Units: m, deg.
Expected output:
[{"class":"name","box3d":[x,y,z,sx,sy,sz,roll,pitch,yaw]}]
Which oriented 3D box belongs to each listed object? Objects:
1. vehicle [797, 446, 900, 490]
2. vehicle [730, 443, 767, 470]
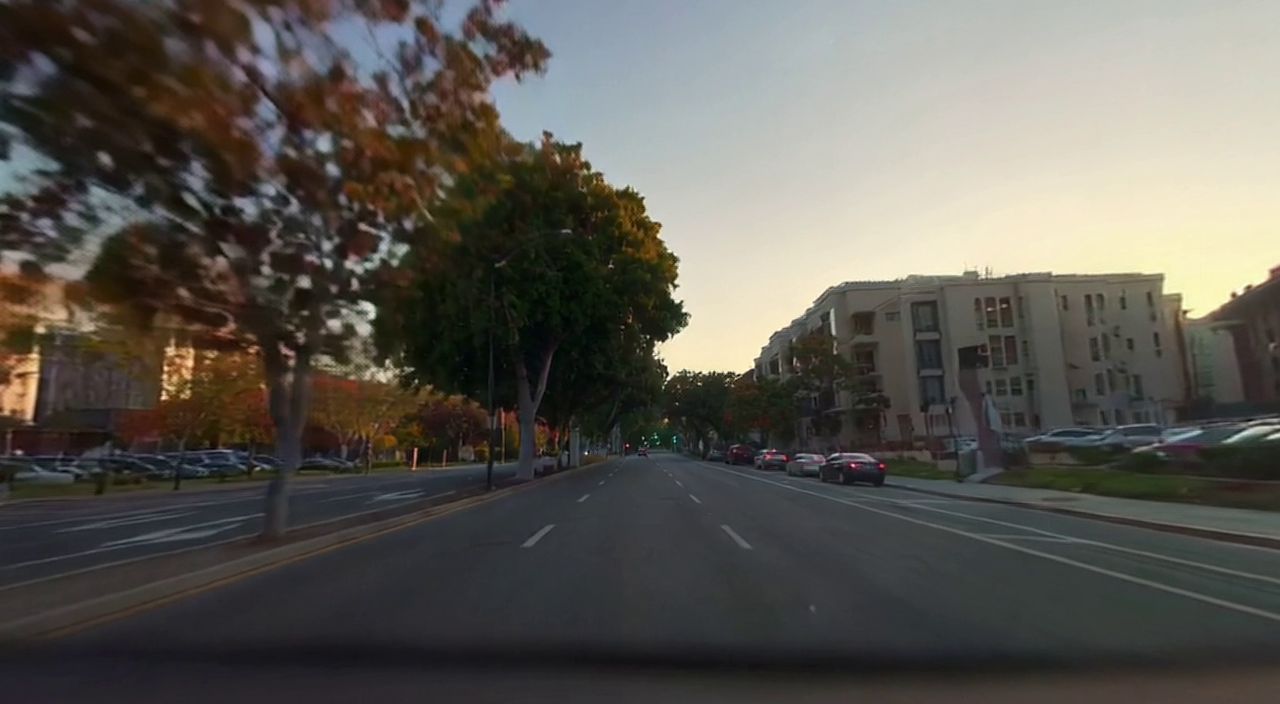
[{"class":"vehicle","box3d":[7.534,4.225,23.444,2.066,1.451,4.783,0,-8,-2]},{"class":"vehicle","box3d":[7.662,7.390,44.934,1.939,1.761,4.711,0,-8,1]}]
